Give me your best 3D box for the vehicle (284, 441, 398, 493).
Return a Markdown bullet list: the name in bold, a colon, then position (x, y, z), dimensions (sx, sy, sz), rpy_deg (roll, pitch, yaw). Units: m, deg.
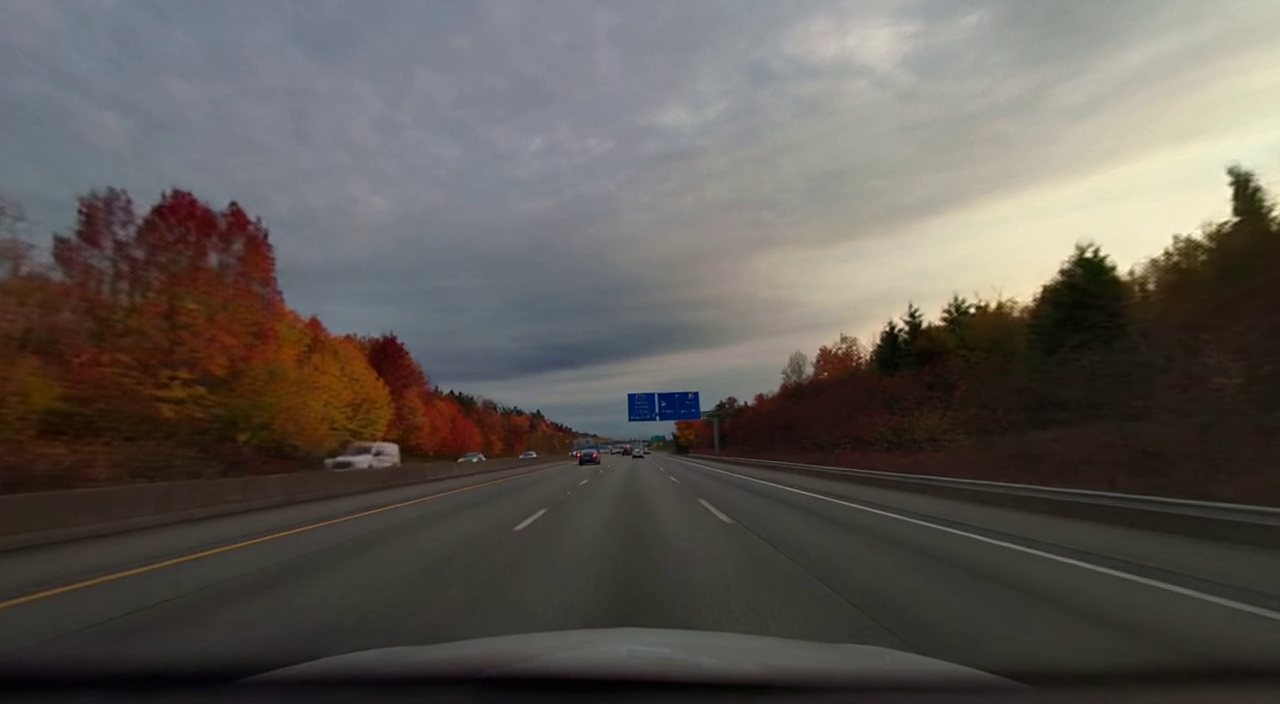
- **vehicle**: position (-11.267, 4.340, 24.065), dimensions (2.101, 1.757, 4.711), rpy_deg (0, -9, -1)
